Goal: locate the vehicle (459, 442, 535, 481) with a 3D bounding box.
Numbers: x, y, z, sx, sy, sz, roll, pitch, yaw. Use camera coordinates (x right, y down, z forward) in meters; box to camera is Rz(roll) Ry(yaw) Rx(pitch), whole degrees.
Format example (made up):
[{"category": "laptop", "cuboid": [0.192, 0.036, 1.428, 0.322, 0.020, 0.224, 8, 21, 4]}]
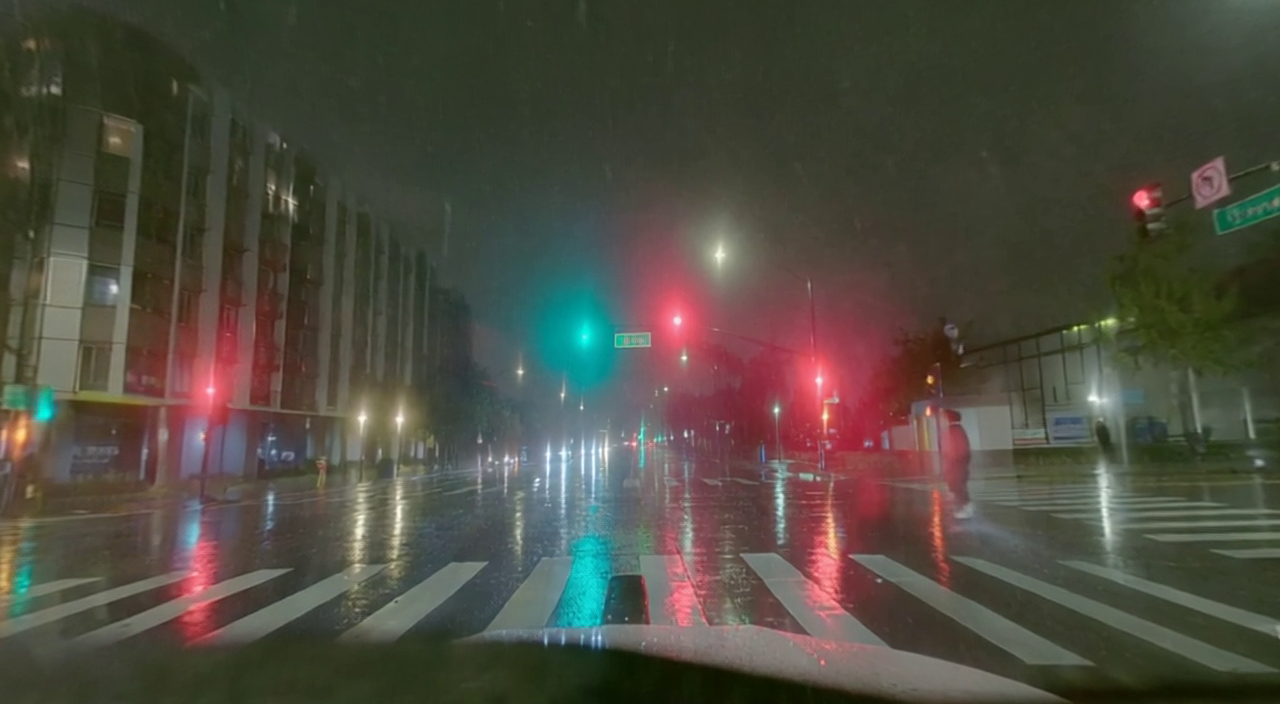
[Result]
[{"category": "vehicle", "cuboid": [-5.879, 4.547, 26.483, 2.127, 1.473, 4.428, 0, -8, 1]}]
